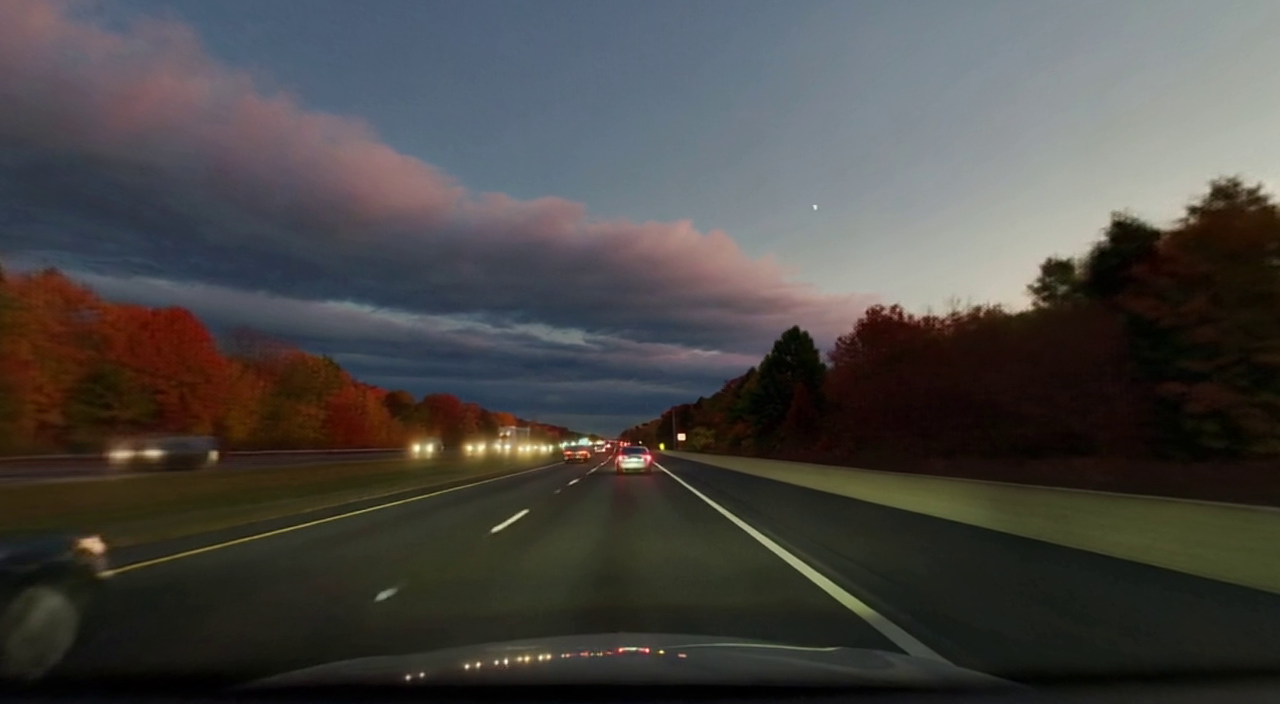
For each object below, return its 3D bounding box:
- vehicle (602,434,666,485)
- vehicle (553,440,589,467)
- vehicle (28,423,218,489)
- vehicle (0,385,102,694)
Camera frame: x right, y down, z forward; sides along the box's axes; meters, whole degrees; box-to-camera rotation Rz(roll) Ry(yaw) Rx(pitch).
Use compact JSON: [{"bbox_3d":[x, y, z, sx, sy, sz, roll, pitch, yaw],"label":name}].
[{"bbox_3d":[-0.227,3.888,22.845,2.115,1.661,4.049,0,-9,-1],"label":"vehicle"},{"bbox_3d":[-4.737,7.058,43.639,1.974,1.688,4.727,0,-9,-1],"label":"vehicle"},{"bbox_3d":[-13.565,2.773,16.846,1.800,1.517,4.110,0,-9,-5],"label":"vehicle"},{"bbox_3d":[-4.332,0.708,1.459,1.931,1.603,4.739,-1,-9,0],"label":"vehicle"}]
